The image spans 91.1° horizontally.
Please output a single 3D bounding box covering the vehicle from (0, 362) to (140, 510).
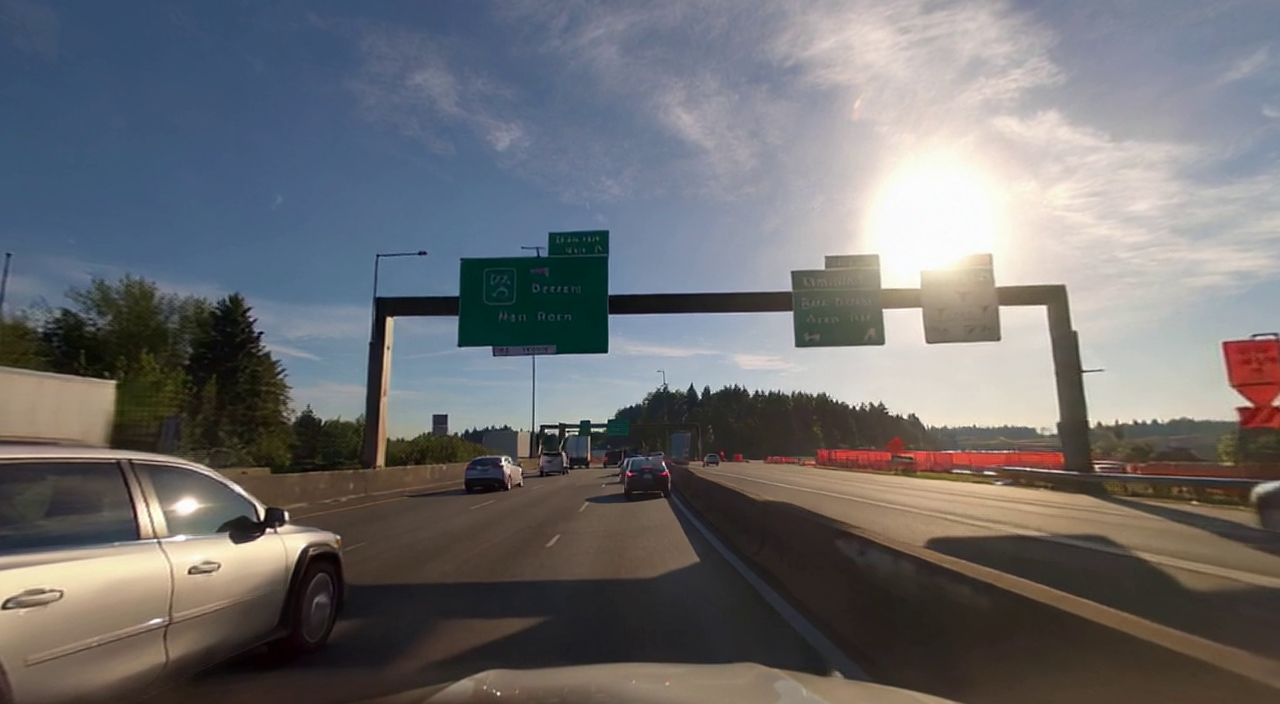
[{"bbox_3d":[-19.131,1.978,15.124,2.839,4.040,14.032,0,-9,-1],"label":"vehicle"}]

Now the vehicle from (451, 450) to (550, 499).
[{"bbox_3d":[-4.388,3.904,20.446,2.063,1.417,4.000,-1,-9,4],"label":"vehicle"}]

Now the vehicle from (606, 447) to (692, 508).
[{"bbox_3d":[0.227,3.323,17.068,2.080,1.451,3.512,0,-9,0],"label":"vehicle"}]
